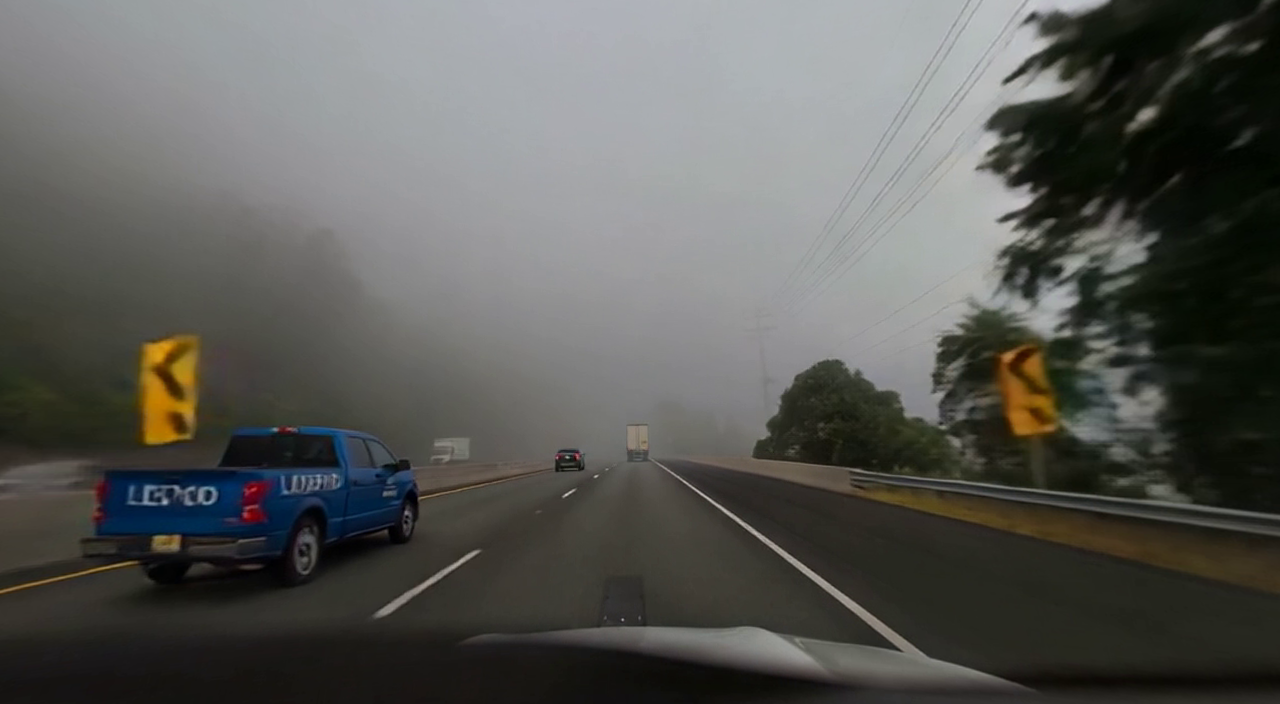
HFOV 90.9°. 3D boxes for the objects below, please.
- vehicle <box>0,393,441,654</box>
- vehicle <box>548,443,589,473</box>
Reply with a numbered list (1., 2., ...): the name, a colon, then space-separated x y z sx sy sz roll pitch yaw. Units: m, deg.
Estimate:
1. vehicle: -3.981 1.497 6.707 2.049 1.697 4.998 0 -9 0
2. vehicle: -4.443 6.663 39.771 2.111 1.735 4.066 0 -9 0
